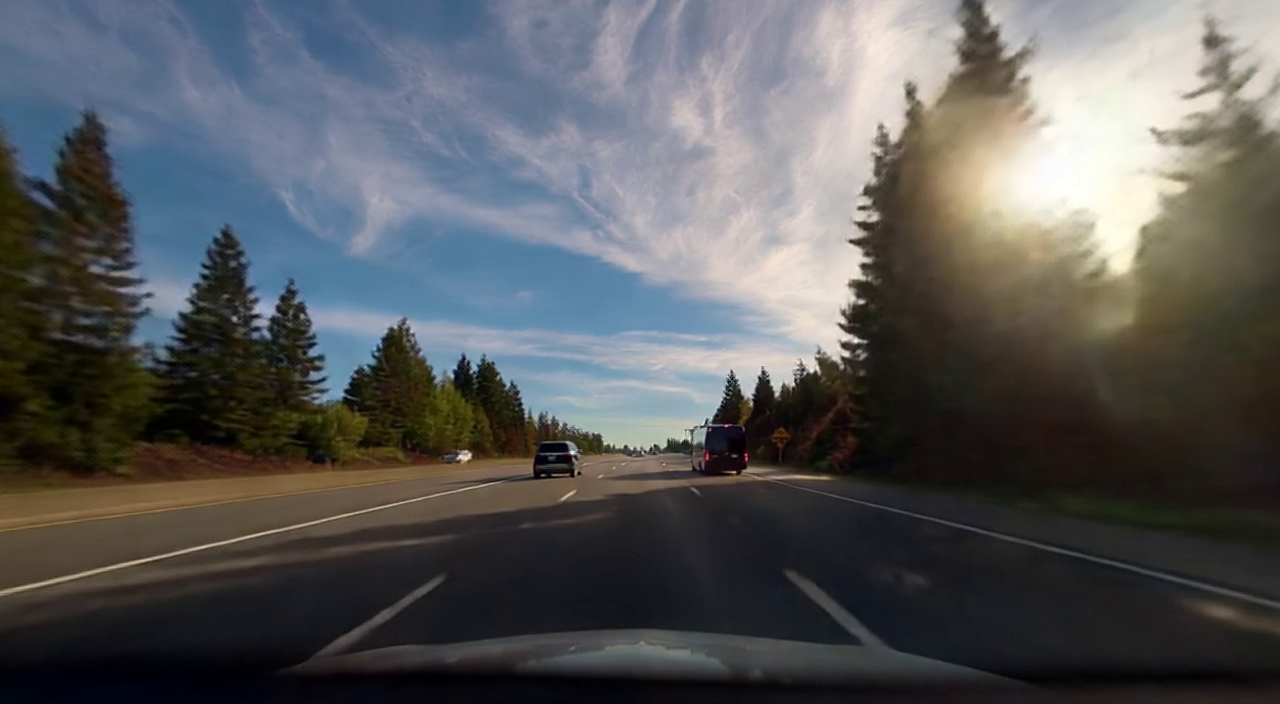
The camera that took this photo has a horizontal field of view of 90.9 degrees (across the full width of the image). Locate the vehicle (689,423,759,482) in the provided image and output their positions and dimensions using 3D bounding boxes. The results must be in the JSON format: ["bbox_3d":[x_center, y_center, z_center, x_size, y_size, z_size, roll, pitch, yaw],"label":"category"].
[{"bbox_3d":[4.092,5.091,32.049,2.614,2.655,6.429,0,-9,0],"label":"vehicle"}]

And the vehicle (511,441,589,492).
[{"bbox_3d":[-3.119,4.067,22.776,2.020,1.619,4.690,0,-9,1],"label":"vehicle"}]
